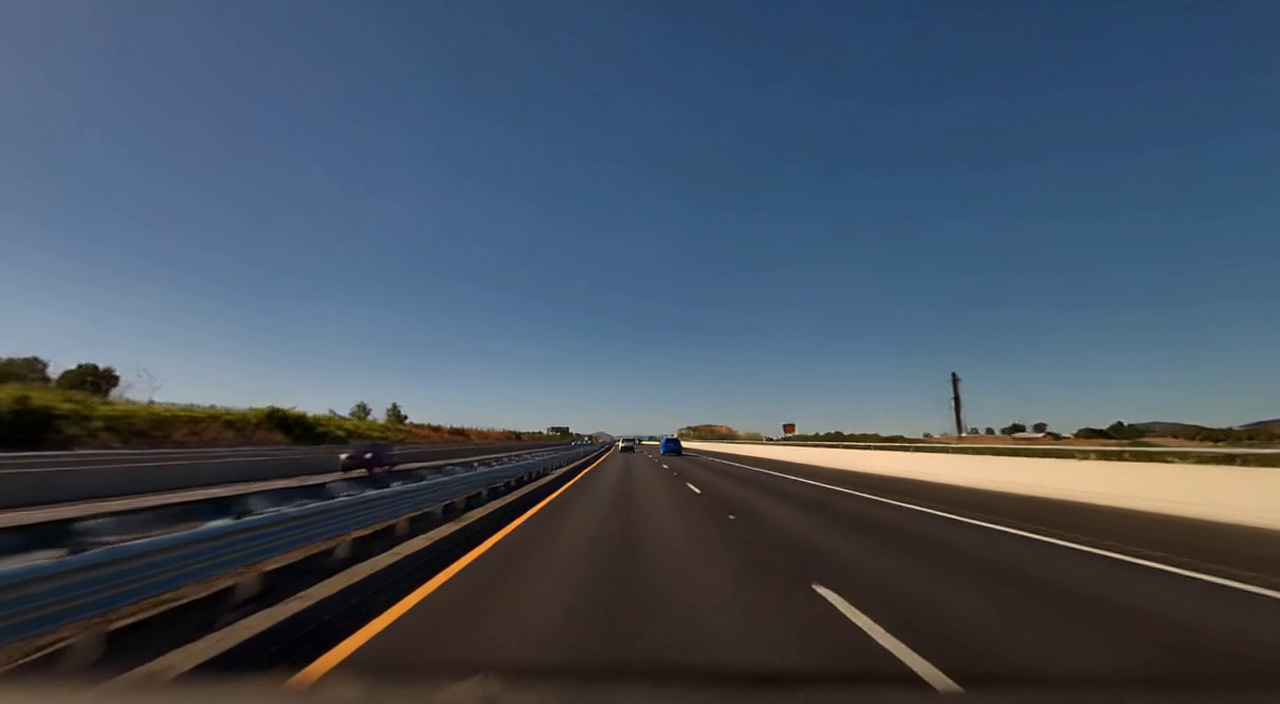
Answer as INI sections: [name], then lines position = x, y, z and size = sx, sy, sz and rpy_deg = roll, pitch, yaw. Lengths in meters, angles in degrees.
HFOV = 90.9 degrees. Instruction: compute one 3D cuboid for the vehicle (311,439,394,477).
[vehicle]
position = -13.704, 5.039, 30.355
size = 1.939, 1.662, 4.341
rpy_deg = 0, -8, -1
